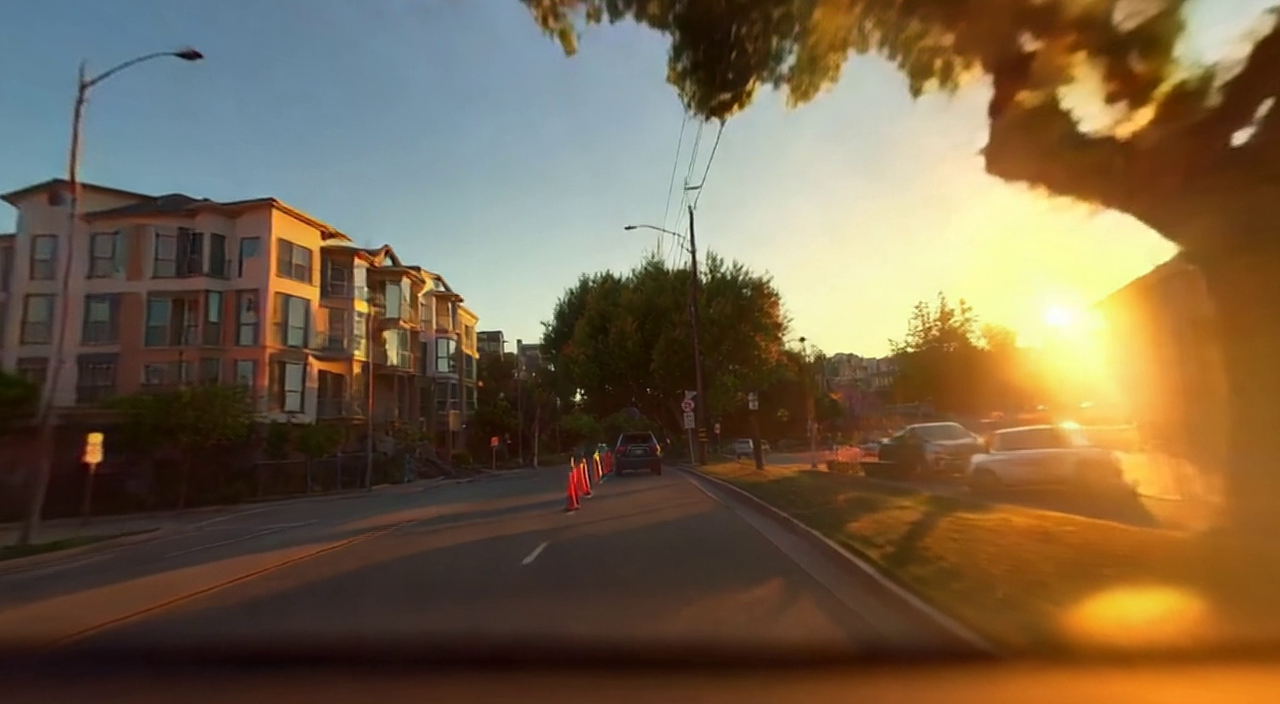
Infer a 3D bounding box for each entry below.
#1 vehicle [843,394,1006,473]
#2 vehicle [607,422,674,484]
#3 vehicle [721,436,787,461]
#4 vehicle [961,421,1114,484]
[{"bbox_3d":[9.548,3.024,22.179,2.253,2.306,6.753,-1,-10,-2],"label":"vehicle"},{"bbox_3d":[-0.076,3.723,23.397,2.169,2.015,5.206,0,-9,-2],"label":"vehicle"},{"bbox_3d":[7.527,6.413,41.908,3.835,1.584,1.893,2,-9,-18],"label":"vehicle"},{"bbox_3d":[10.619,2.754,17.120,1.698,1.548,2.969,2,-11,-16],"label":"vehicle"}]
